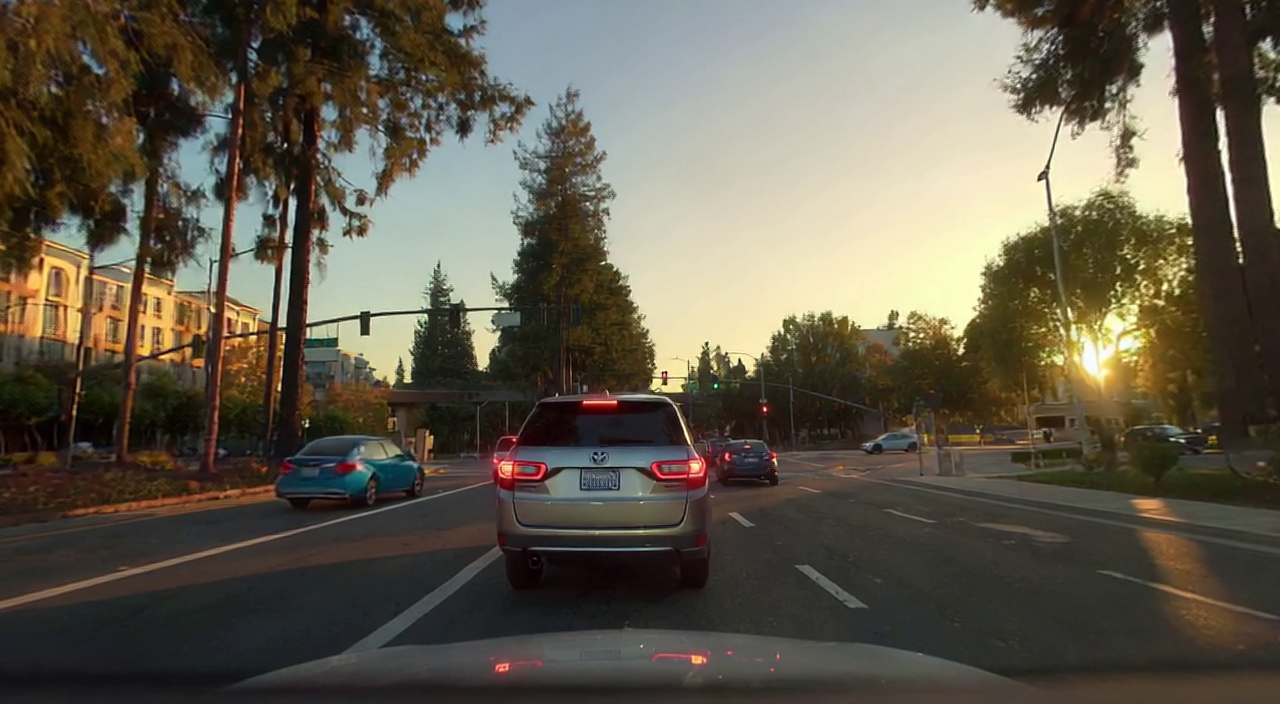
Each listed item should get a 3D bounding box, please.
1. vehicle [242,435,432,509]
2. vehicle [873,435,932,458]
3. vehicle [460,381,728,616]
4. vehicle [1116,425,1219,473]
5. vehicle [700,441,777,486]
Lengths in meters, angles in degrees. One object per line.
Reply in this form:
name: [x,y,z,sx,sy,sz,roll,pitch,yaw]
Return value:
vehicle: [-6.954,2.791,15.266,2.060,1.473,4.950,0,-8,1]
vehicle: [19.985,7.208,47.917,4.361,1.653,2.034,6,-10,-35]
vehicle: [-0.348,1.446,7.102,2.064,1.817,4.298,0,-8,0]
vehicle: [19.234,3.516,22.931,4.215,1.578,1.892,7,-11,-37]
vehicle: [3.360,3.899,22.385,2.104,1.441,4.240,0,-8,1]
